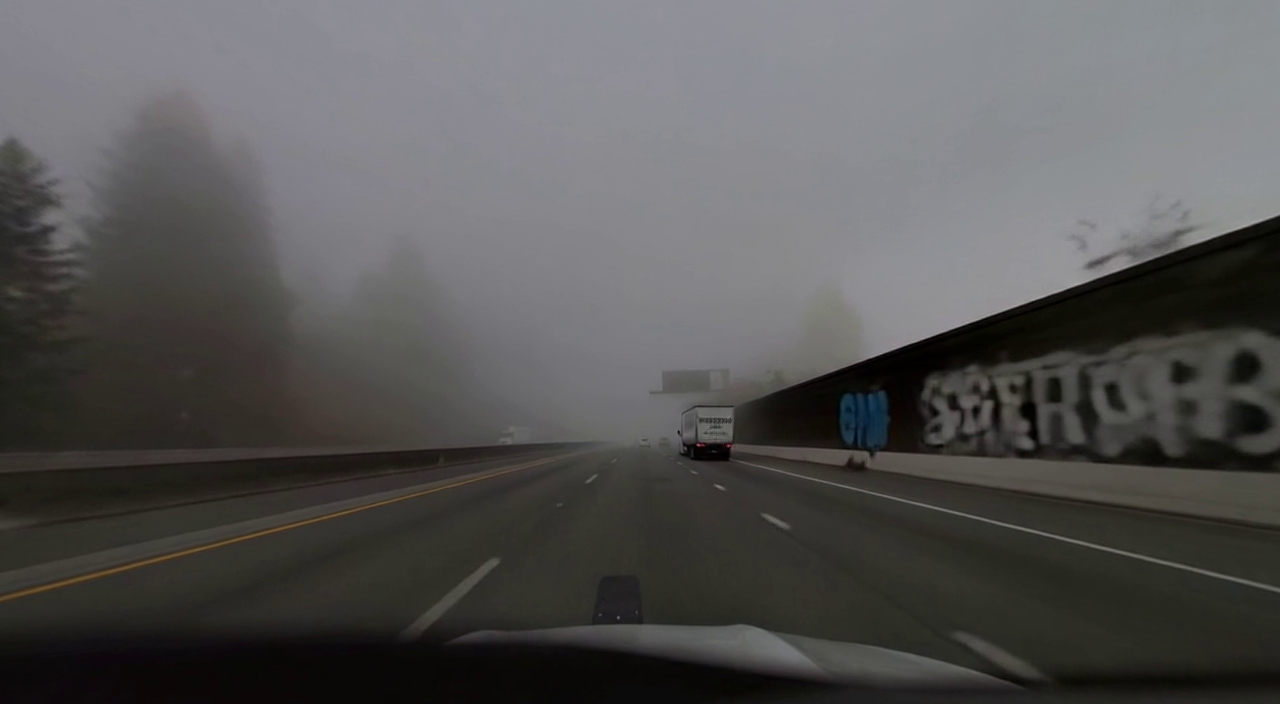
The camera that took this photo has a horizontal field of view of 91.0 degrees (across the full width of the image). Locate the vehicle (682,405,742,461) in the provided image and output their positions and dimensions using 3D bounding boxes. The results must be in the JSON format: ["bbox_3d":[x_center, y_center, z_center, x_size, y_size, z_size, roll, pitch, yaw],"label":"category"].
[{"bbox_3d":[4.835,5.735,44.344,2.949,3.470,10.539,0,-8,0],"label":"vehicle"}]
